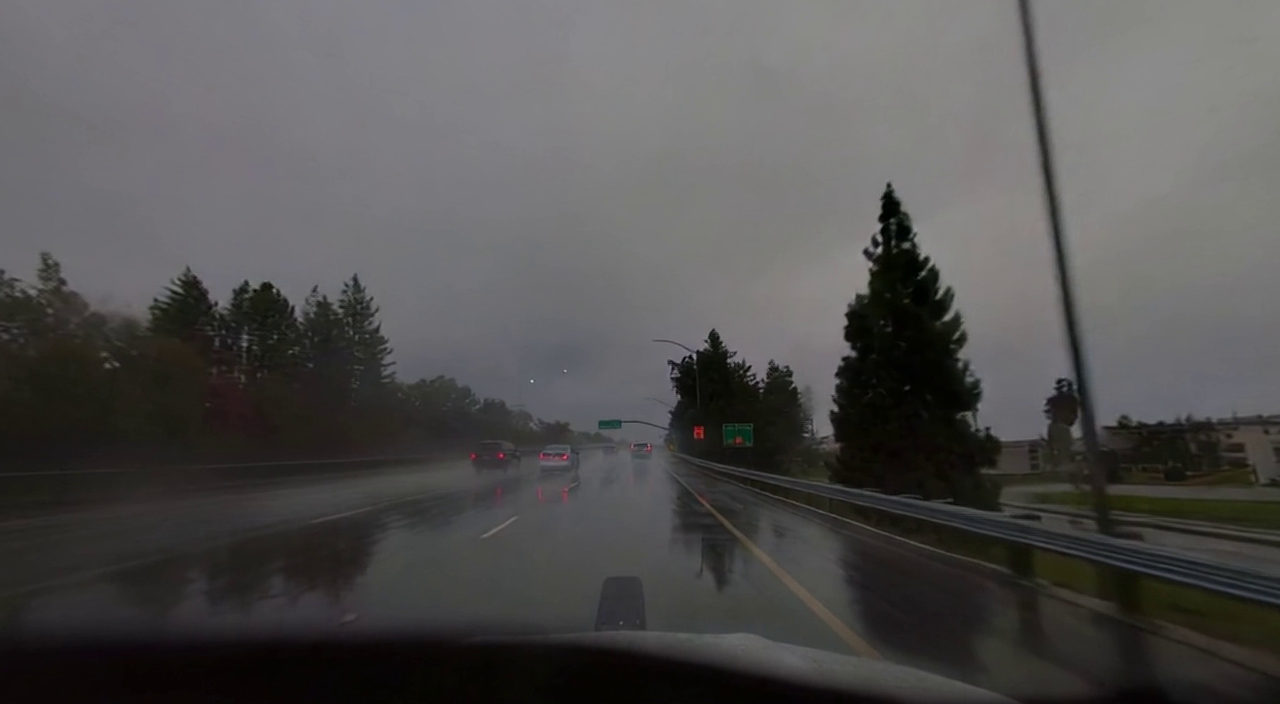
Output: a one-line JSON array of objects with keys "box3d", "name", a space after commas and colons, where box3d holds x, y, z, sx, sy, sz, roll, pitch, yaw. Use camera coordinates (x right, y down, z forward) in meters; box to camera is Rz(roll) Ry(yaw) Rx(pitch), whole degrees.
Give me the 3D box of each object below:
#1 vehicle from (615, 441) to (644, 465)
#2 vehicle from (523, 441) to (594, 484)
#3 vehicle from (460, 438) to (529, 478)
[{"box3d": [-0.772, 7.764, 48.791, 2.179, 1.742, 4.396, 0, -9, 0], "name": "vehicle"}, {"box3d": [-3.201, 4.465, 25.834, 2.102, 1.562, 4.884, -1, -9, 2], "name": "vehicle"}, {"box3d": [-6.962, 5.111, 30.707, 2.091, 1.795, 4.617, -1, -9, 2], "name": "vehicle"}]
